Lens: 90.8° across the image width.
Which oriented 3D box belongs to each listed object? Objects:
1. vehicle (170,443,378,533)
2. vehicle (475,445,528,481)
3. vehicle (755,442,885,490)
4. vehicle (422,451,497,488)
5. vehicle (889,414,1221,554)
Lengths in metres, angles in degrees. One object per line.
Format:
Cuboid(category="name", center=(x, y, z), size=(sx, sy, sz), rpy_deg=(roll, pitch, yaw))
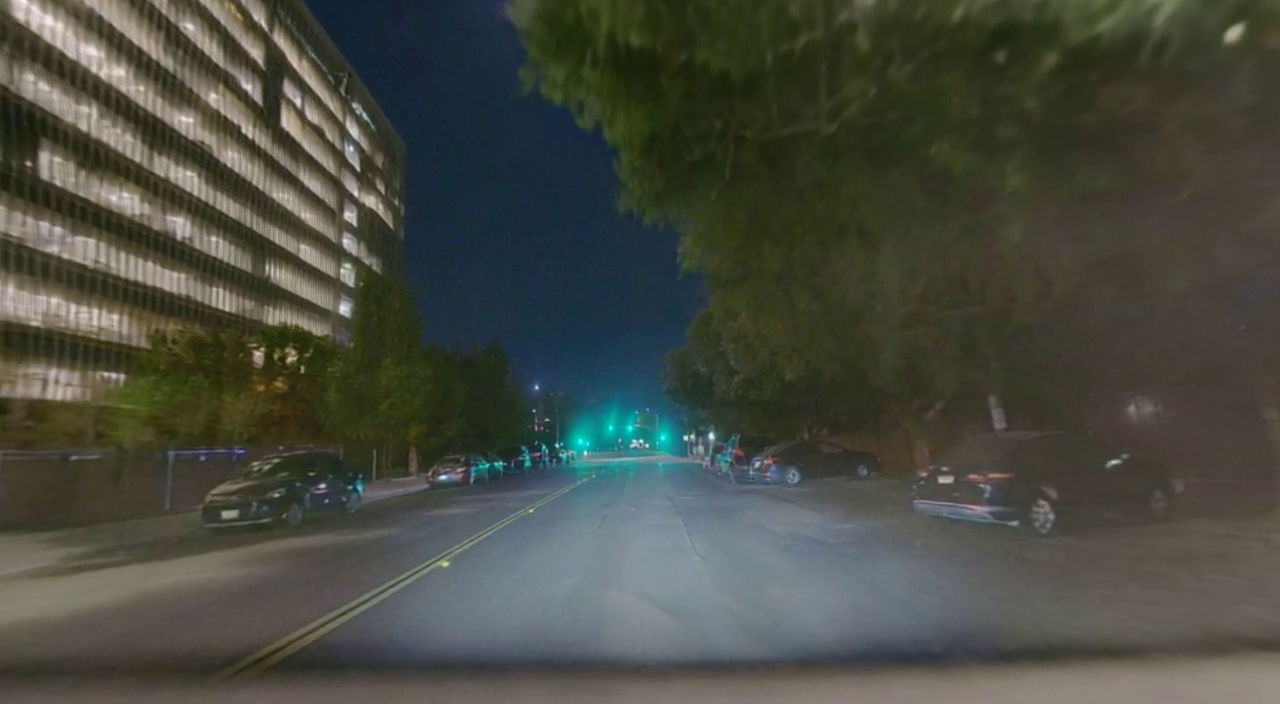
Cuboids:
Cuboid(category="vehicle", center=(-8.022, 2.971, 14.466), size=(2.172, 1.707, 4.273), rpy_deg=(0, -9, 0))
Cuboid(category="vehicle", center=(-7.787, 6.248, 35.931), size=(1.957, 1.693, 4.588), rpy_deg=(-2, -6, 1))
Cuboid(category="vehicle", center=(6.384, 3.973, 22.313), size=(4.265, 1.510, 1.915), rpy_deg=(5, -10, -29))
Cuboid(category="vehicle", center=(-8.149, 5.314, 28.996), size=(1.911, 1.497, 4.738), rpy_deg=(0, -9, 2))
Cuboid(category="vehicle", center=(6.595, 1.977, 10.038), size=(4.858, 1.758, 2.021), rpy_deg=(4, -10, -25))
